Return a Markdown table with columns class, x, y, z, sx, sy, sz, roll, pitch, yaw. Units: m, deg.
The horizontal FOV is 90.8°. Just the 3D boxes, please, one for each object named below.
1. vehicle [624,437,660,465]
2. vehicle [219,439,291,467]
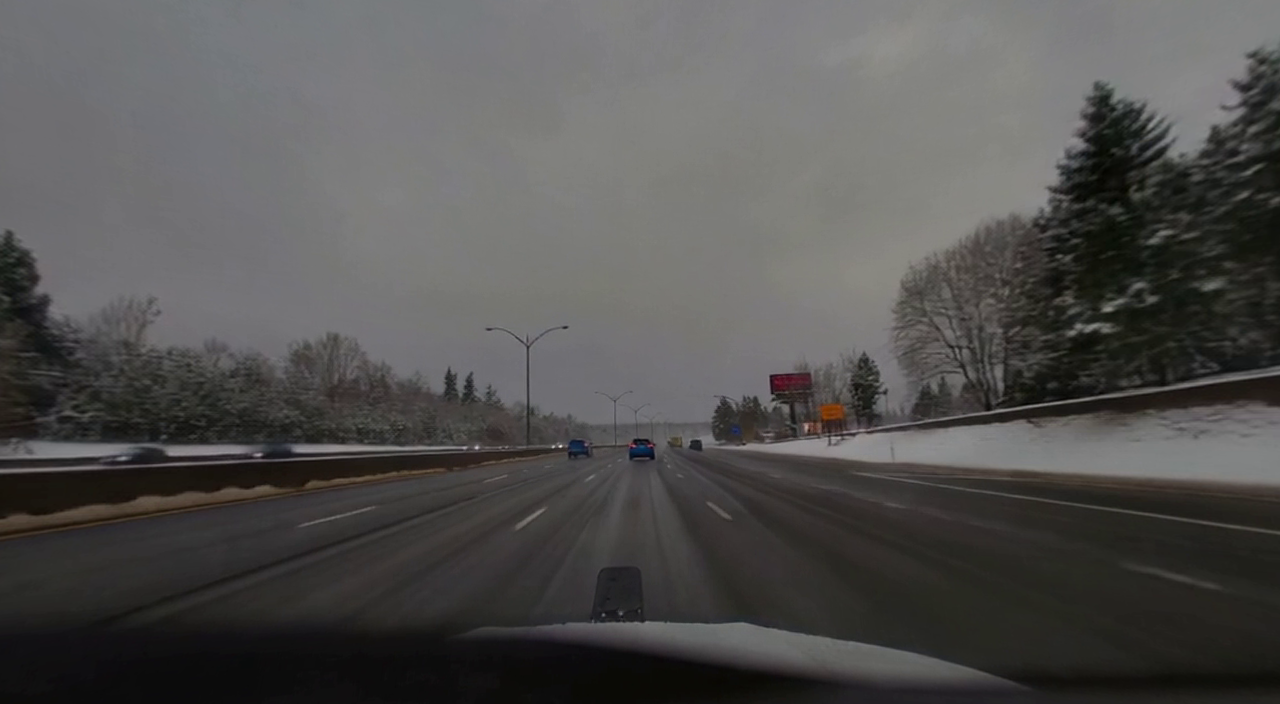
| class | x | y | z | sx | sy | sz | roll | pitch | yaw |
| --- | --- | --- | --- | --- | --- | --- | --- | --- | --- |
| vehicle | 0.114 | 6.009 | 38.481 | 2.074 | 1.574 | 3.971 | -1 | -8 | 0 |
| vehicle | -23.183 | 6.097 | 38.182 | 1.890 | 1.580 | 3.831 | 0 | -9 | 1 |
